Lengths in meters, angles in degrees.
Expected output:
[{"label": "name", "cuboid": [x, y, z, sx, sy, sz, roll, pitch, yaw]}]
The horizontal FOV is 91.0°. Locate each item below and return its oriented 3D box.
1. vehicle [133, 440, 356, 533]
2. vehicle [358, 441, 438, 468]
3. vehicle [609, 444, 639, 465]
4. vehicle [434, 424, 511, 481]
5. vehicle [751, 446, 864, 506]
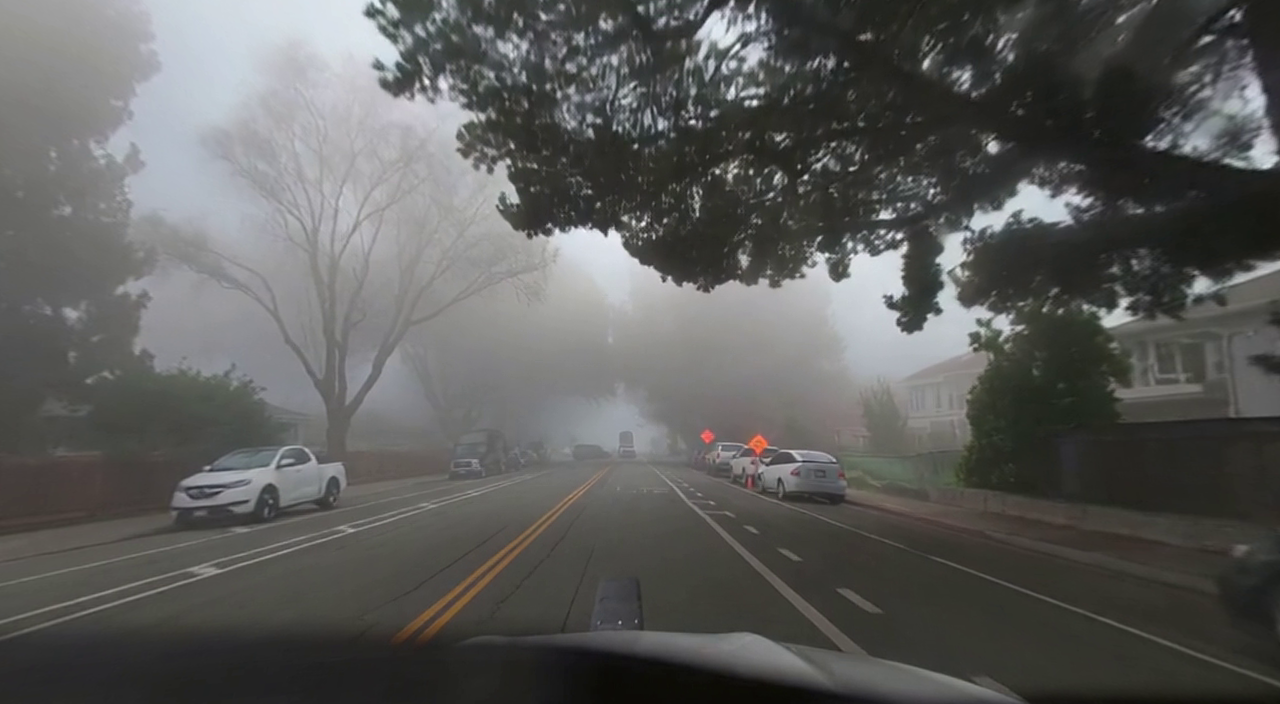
[{"label": "vehicle", "cuboid": [-8.254, 2.819, 13.827, 1.950, 1.672, 4.664, 0, -9, -2]}, {"label": "vehicle", "cuboid": [-16.995, 7.194, 44.388, 4.779, 1.823, 1.964, 0, -9, -1]}, {"label": "vehicle", "cuboid": [-1.134, 7.517, 46.331, 2.151, 1.481, 4.084, 0, -9, 0]}, {"label": "vehicle", "cuboid": [-8.283, 5.034, 31.666, 2.526, 2.631, 4.228, 0, -9, 2]}, {"label": "vehicle", "cuboid": [4.600, 3.464, 18.039, 1.912, 1.463, 4.477, 1, -9, -1]}]
